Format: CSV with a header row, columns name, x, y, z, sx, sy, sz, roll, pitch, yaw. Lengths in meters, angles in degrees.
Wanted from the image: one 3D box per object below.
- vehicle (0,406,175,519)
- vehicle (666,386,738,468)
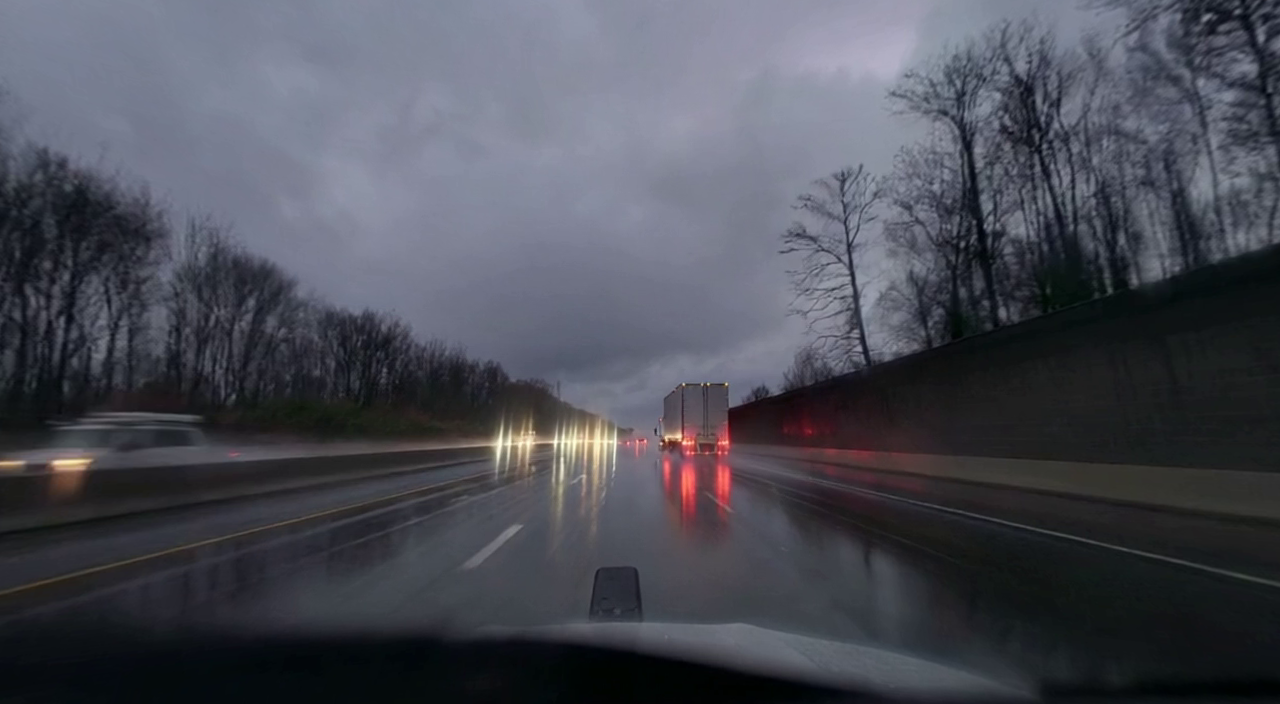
name,x,y,z,sx,sy,sz,roll,pitch,yaw
vehicle,-12.053,2.133,12.519,2.065,1.928,4.683,0,-8,-2
vehicle,3.485,4.802,39.910,2.979,4.161,15.508,0,-7,0
